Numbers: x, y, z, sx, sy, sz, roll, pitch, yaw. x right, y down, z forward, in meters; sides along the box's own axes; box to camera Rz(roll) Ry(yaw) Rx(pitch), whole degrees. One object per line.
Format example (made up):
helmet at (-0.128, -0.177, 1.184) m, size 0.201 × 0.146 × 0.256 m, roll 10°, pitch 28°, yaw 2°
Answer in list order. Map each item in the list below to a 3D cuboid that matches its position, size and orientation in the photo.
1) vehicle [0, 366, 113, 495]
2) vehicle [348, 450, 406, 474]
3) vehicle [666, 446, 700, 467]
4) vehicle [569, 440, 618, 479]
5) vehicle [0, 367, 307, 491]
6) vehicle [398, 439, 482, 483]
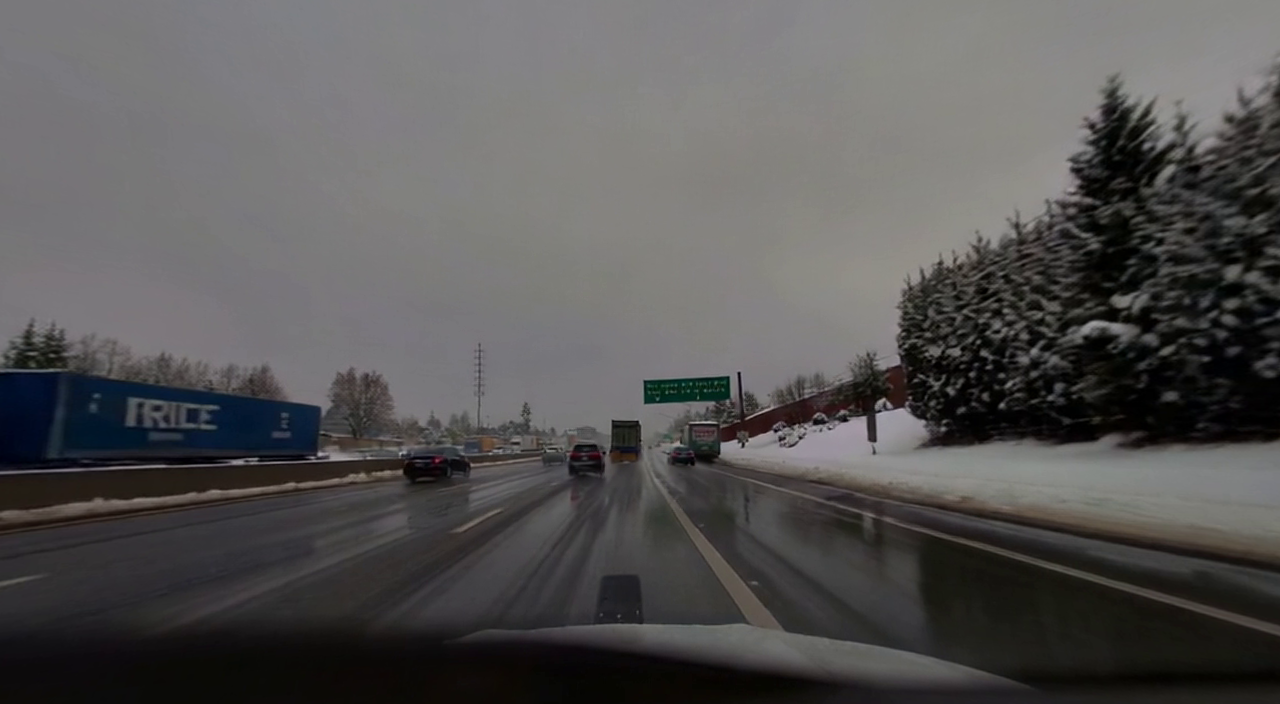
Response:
vehicle at (-21.101, 2.375, 19.126) m, size 3.029 × 3.918 × 8.325 m, roll 0°, pitch -9°, yaw 0°
vehicle at (-16.954, 7.073, 41.030) m, size 1.889 × 1.439 × 4.359 m, roll 0°, pitch -9°, yaw 0°
vehicle at (3.051, 7.538, 45.937) m, size 2.015 × 1.462 × 4.691 m, roll 0°, pitch -9°, yaw -2°
vehicle at (-2.174, 5.091, 30.192) m, size 2.132 × 1.679 × 4.045 m, roll 0°, pitch -9°, yaw -3°
vehicle at (-21.195, 3.742, 28.961) m, size 2.863 × 4.023 × 16.558 m, roll 0°, pitch -9°, yaw 0°
vehicle at (-8.399, 4.616, 27.079) m, size 2.129 × 1.717 × 4.593 m, roll 0°, pitch -9°, yaw 0°
